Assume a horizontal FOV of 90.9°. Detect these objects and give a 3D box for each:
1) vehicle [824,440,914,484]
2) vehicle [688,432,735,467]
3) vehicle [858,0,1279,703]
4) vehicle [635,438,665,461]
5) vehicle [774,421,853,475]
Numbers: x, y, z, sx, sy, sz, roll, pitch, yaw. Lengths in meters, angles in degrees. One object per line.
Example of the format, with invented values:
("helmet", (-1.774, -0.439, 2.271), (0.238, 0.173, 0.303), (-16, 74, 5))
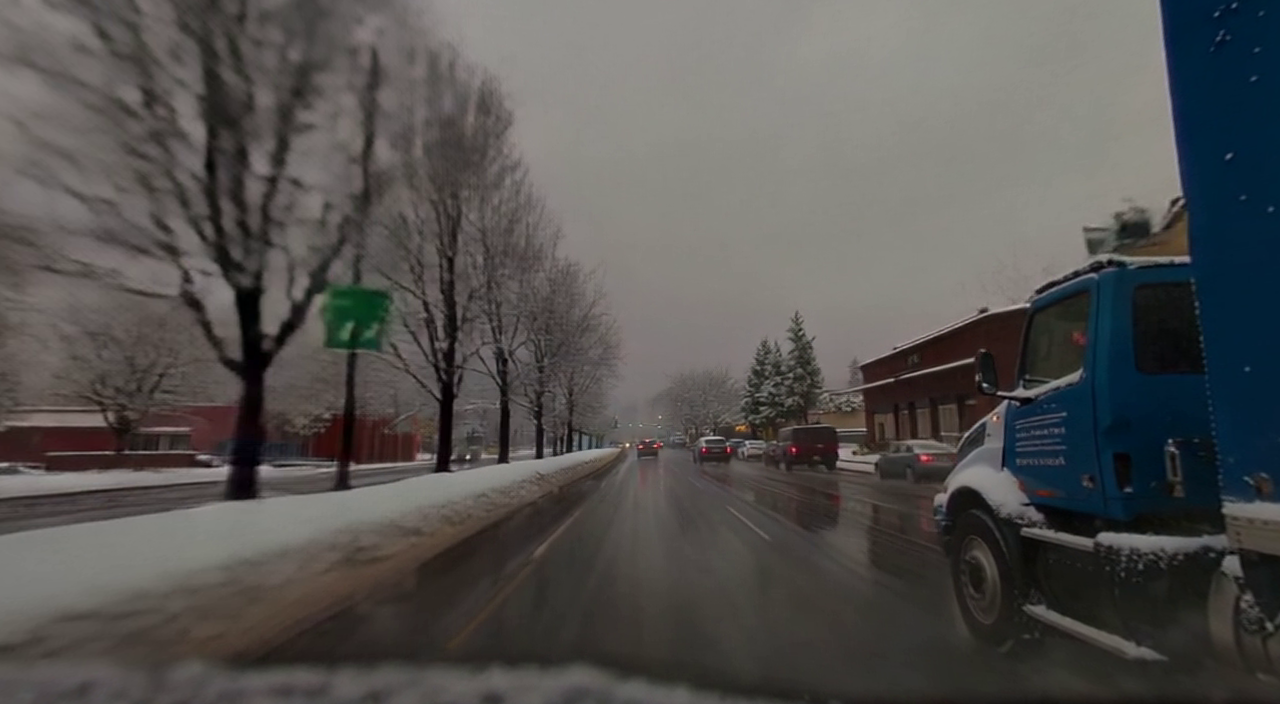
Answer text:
("vehicle", (8.139, 3.938, 22.833), (1.733, 1.441, 4.073), (0, -8, 0))
("vehicle", (4.130, 5.690, 37.003), (2.196, 1.908, 4.412), (0, -8, 0))
("vehicle", (3.697, -0.266, 2.252), (3.006, 3.679, 8.506), (0, -8, 2))
("vehicle", (0.838, 7.598, 49.294), (2.276, 1.704, 3.925), (0, -8, 2))
("vehicle", (8.175, 4.594, 30.286), (2.539, 2.328, 4.769), (0, -8, 2))
